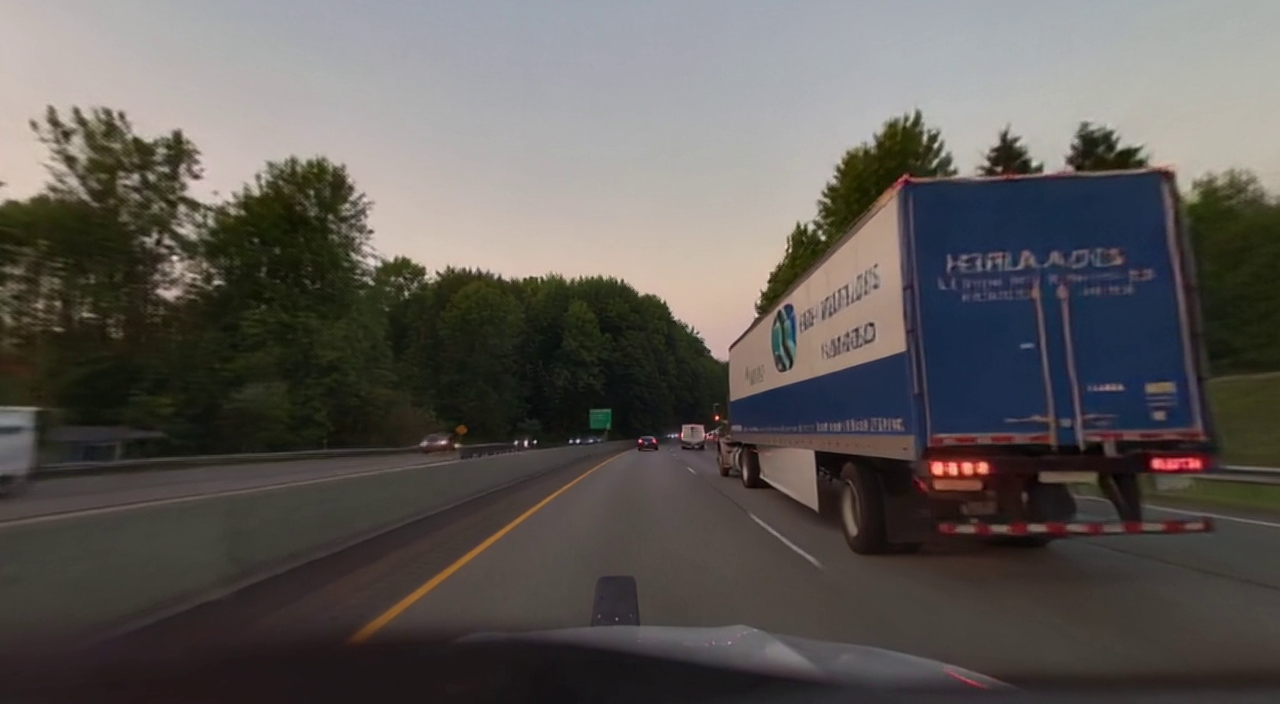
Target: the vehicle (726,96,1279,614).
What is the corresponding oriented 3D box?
[{"bbox_3d":[4.303,0.817,11.774,3.171,4.072,13.784,0,-8,-1],"label":"vehicle"}]
